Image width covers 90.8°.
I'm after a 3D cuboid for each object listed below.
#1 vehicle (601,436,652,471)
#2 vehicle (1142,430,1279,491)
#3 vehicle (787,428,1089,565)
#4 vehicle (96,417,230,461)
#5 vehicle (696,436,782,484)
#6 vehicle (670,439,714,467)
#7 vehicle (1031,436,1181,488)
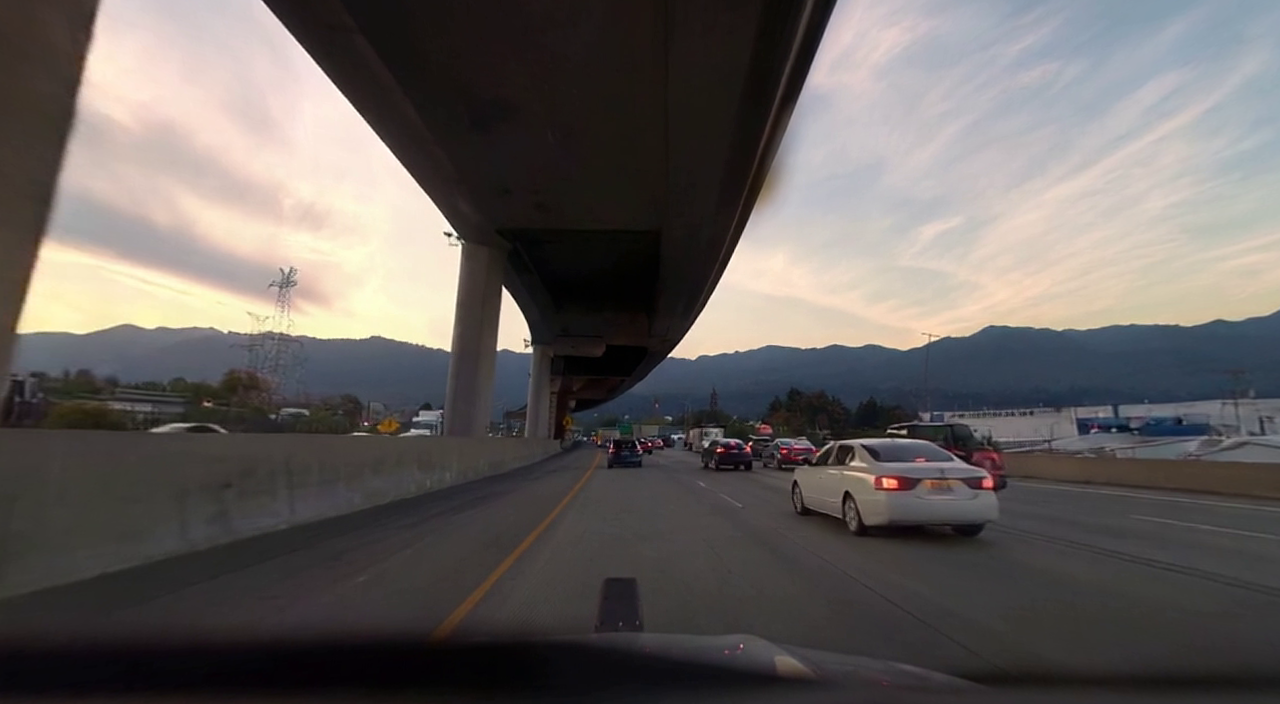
[{"bbox_3d":[-0.734,4.806,30.062,2.266,1.549,3.978,0,-8,-3],"label":"vehicle"},{"bbox_3d":[17.873,3.177,18.858,2.026,1.609,4.419,0,-8,-2],"label":"vehicle"},{"bbox_3d":[3.820,1.927,9.364,1.923,1.462,4.895,0,-8,-2],"label":"vehicle"},{"bbox_3d":[-19.303,3.579,25.862,1.965,1.627,4.533,0,-8,-1],"label":"vehicle"},{"bbox_3d":[3.337,3.745,22.272,2.057,1.517,4.538,0,-8,-3],"label":"vehicle"},{"bbox_3d":[2.920,5.821,36.689,1.905,1.491,4.468,0,-8,-4],"label":"vehicle"},{"bbox_3d":[14.323,3.385,19.706,1.825,1.458,3.612,0,-8,-2],"label":"vehicle"}]
